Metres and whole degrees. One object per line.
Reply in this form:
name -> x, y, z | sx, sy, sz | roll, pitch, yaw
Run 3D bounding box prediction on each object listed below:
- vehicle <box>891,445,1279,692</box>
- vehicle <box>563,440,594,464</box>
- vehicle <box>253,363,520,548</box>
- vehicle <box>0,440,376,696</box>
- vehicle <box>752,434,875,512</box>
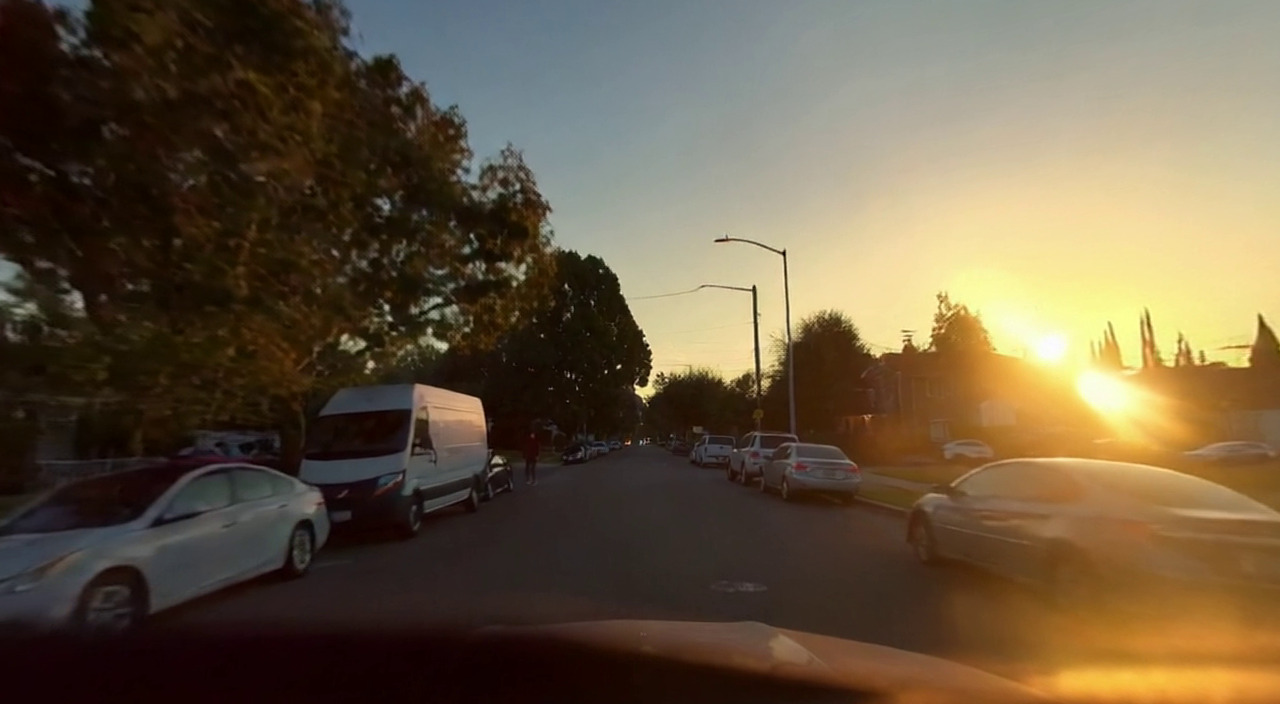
vehicle -> 4.133, 1.601, 5.805 | 1.846, 1.351, 4.272 | 3, -8, -1
vehicle -> -4.338, 7.098, 44.798 | 1.870, 1.562, 4.212 | -1, -8, -1
vehicle -> -4.395, 1.955, 12.410 | 2.470, 2.613, 5.989 | -4, -8, 4
vehicle -> -4.816, 1.759, 6.483 | 2.023, 1.568, 4.942 | -3, -8, 1
vehicle -> 4.081, 2.880, 15.558 | 1.839, 1.520, 4.498 | 3, -8, 1
